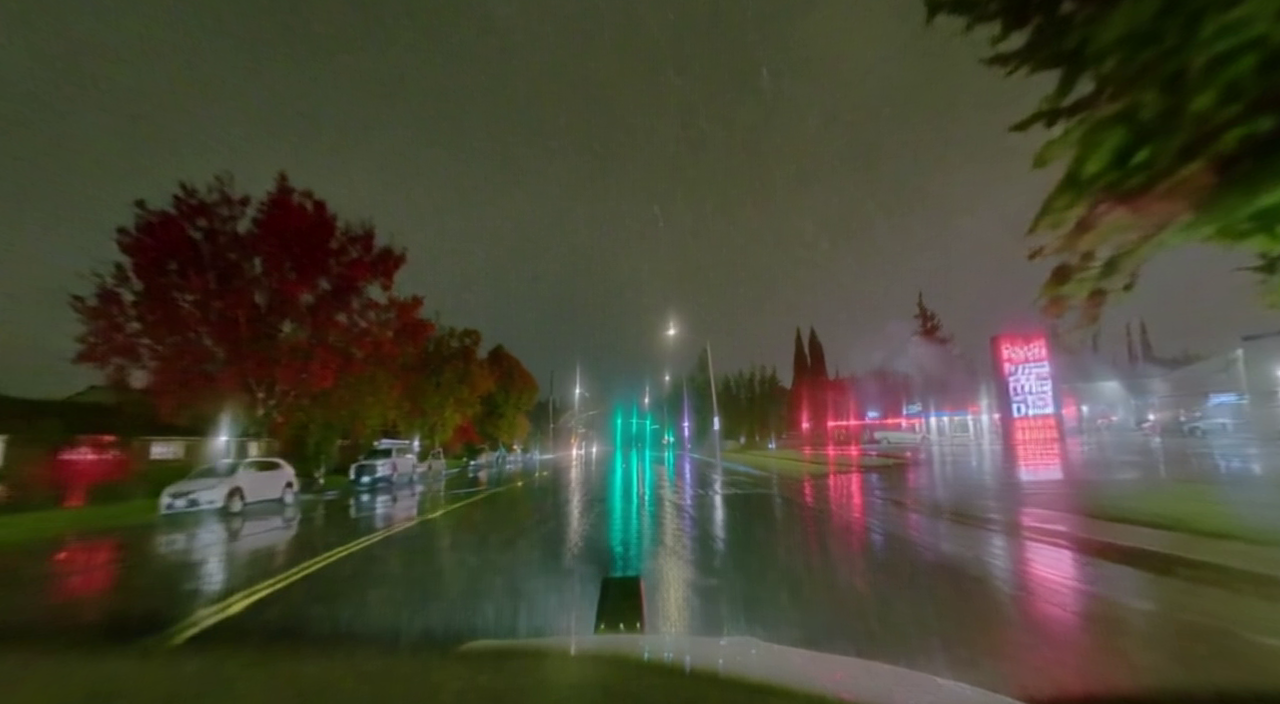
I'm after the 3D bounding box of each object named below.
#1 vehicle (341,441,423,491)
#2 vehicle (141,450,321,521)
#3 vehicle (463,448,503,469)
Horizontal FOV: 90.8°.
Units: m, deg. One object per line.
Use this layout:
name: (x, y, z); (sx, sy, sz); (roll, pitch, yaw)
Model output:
vehicle: (-11.633, 5.141, 28.853); (2.015, 1.884, 4.488); (-6, -8, -3)
vehicle: (-11.522, 3.732, 18.344); (1.950, 1.720, 4.868); (0, -9, 0)
vehicle: (-11.762, 8.006, 47.569); (1.958, 1.457, 4.254); (0, -9, -1)
